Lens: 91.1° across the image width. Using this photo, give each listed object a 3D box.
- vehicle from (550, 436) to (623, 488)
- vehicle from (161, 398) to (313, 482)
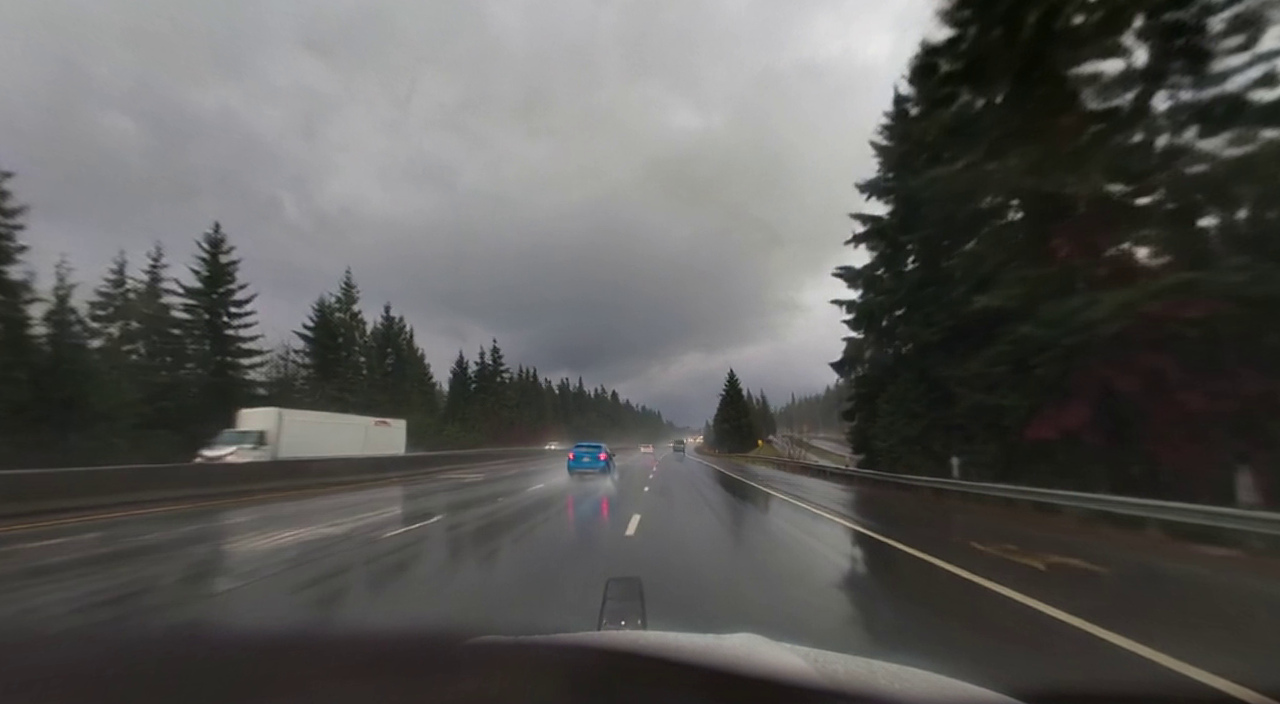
[{"bbox_3d":[-1.813,3.941,22.900,2.133,1.686,4.203,-1,-8,2],"label":"vehicle"},{"bbox_3d":[-22.522,5.028,35.845,3.005,4.234,8.022,-1,-8,2],"label":"vehicle"}]
